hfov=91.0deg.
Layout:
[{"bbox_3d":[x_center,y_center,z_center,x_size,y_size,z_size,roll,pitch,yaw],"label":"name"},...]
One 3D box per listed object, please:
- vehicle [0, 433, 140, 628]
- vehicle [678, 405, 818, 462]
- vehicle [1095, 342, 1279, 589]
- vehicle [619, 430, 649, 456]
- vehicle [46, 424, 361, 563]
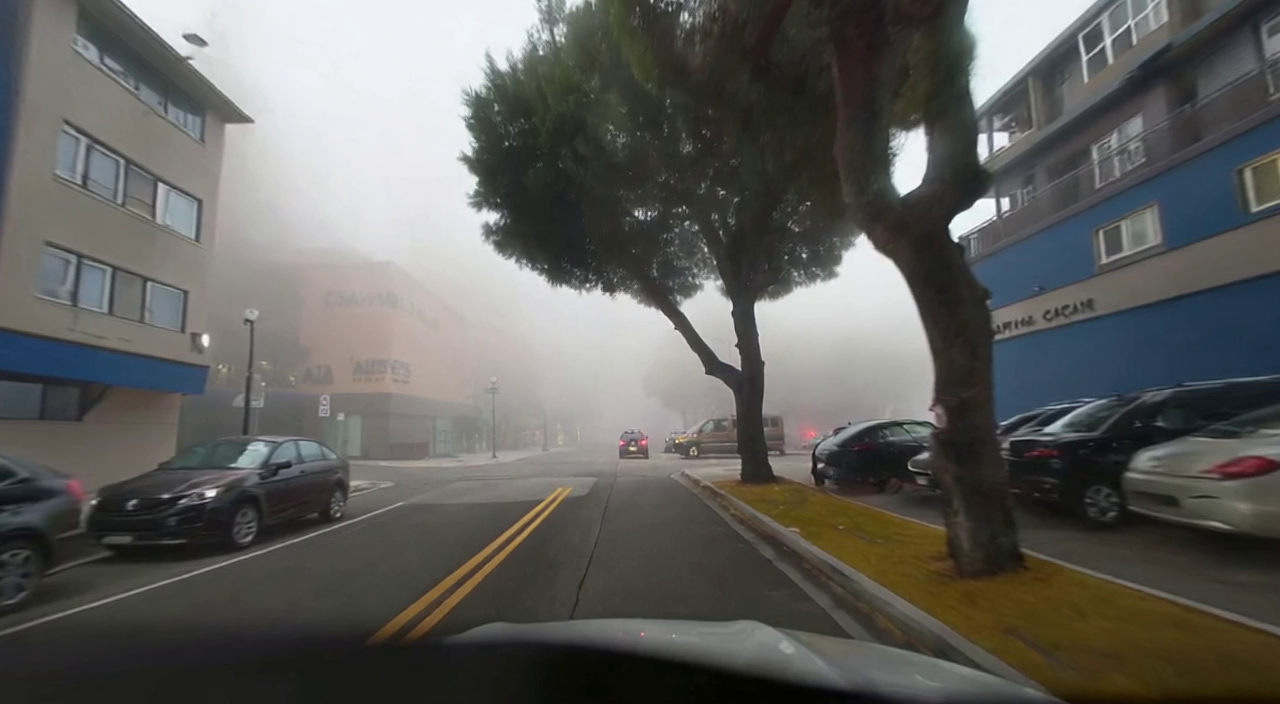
[{"bbox_3d":[-5.858,1.257,3.951,1.860,1.496,4.440,0,-8,-1],"label":"vehicle"},{"bbox_3d":[5.124,3.956,30.356,6.221,2.498,2.239,-5,-9,33],"label":"vehicle"},{"bbox_3d":[6.280,0.785,4.492,4.475,1.550,2.061,0,-8,-2],"label":"vehicle"},{"bbox_3d":[-0.481,6.948,48.046,2.152,1.874,4.209,0,-8,-1],"label":"vehicle"},{"bbox_3d":[-5.988,1.921,9.393,1.856,1.587,4.042,0,-8,-2],"label":"vehicle"}]
